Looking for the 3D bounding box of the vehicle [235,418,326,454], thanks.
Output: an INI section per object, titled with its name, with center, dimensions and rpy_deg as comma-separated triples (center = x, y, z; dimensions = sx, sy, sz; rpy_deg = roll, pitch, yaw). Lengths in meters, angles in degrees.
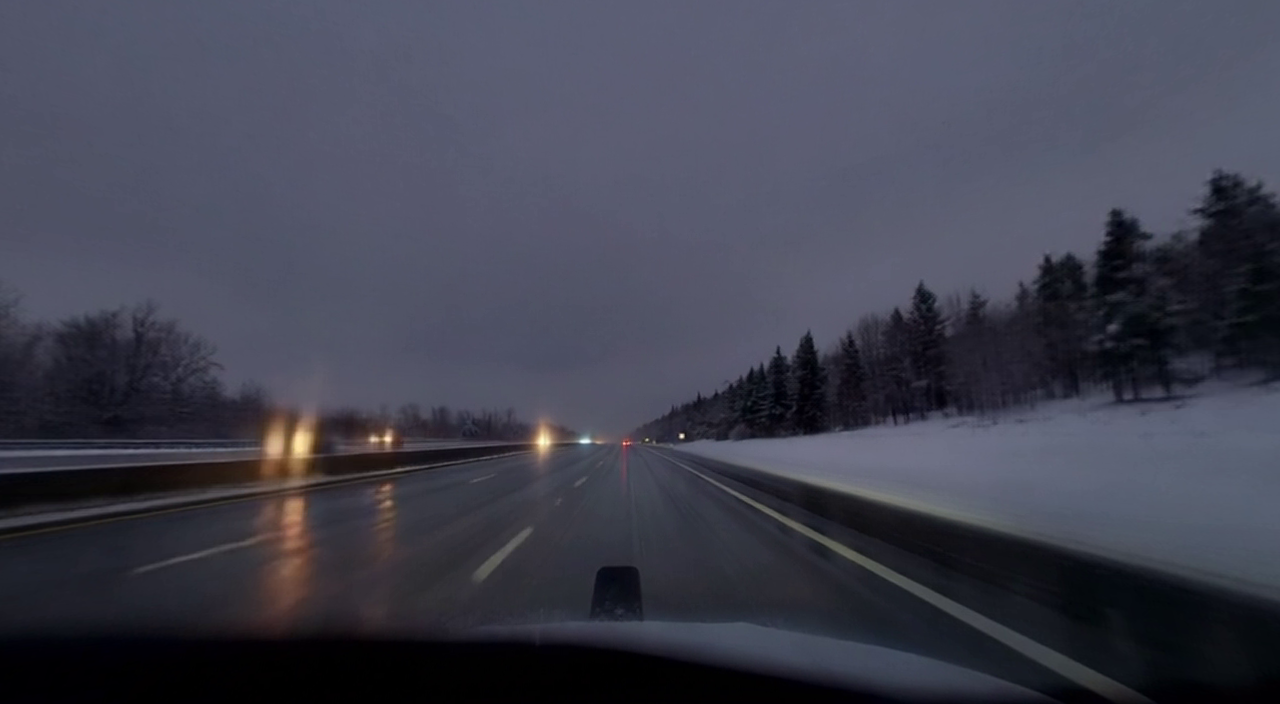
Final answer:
[vehicle]
center = -19.350, 4.568, 34.110
dimensions = 2.025, 1.777, 4.929
rpy_deg = 0, -8, 0
